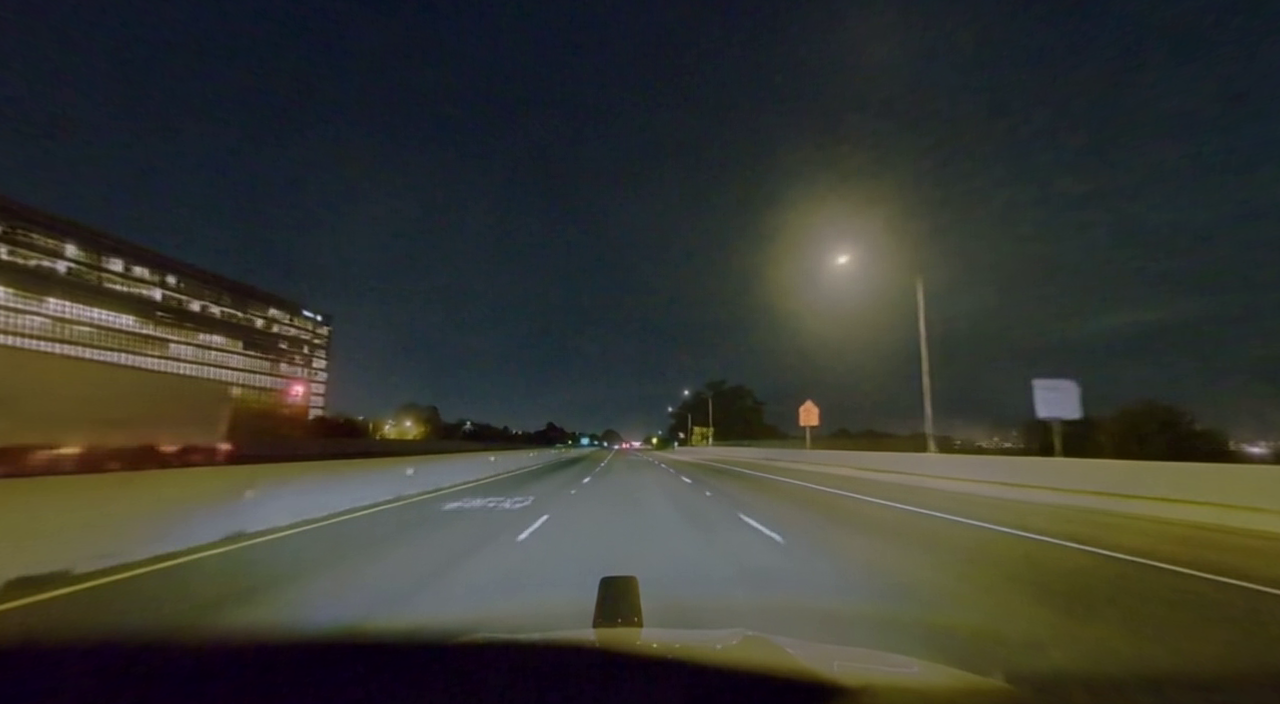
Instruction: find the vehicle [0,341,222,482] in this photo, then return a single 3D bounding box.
[{"bbox_3d":[-20.329,2.221,21.344,2.933,4.082,13.910,0,-9,-2],"label":"vehicle"}]
